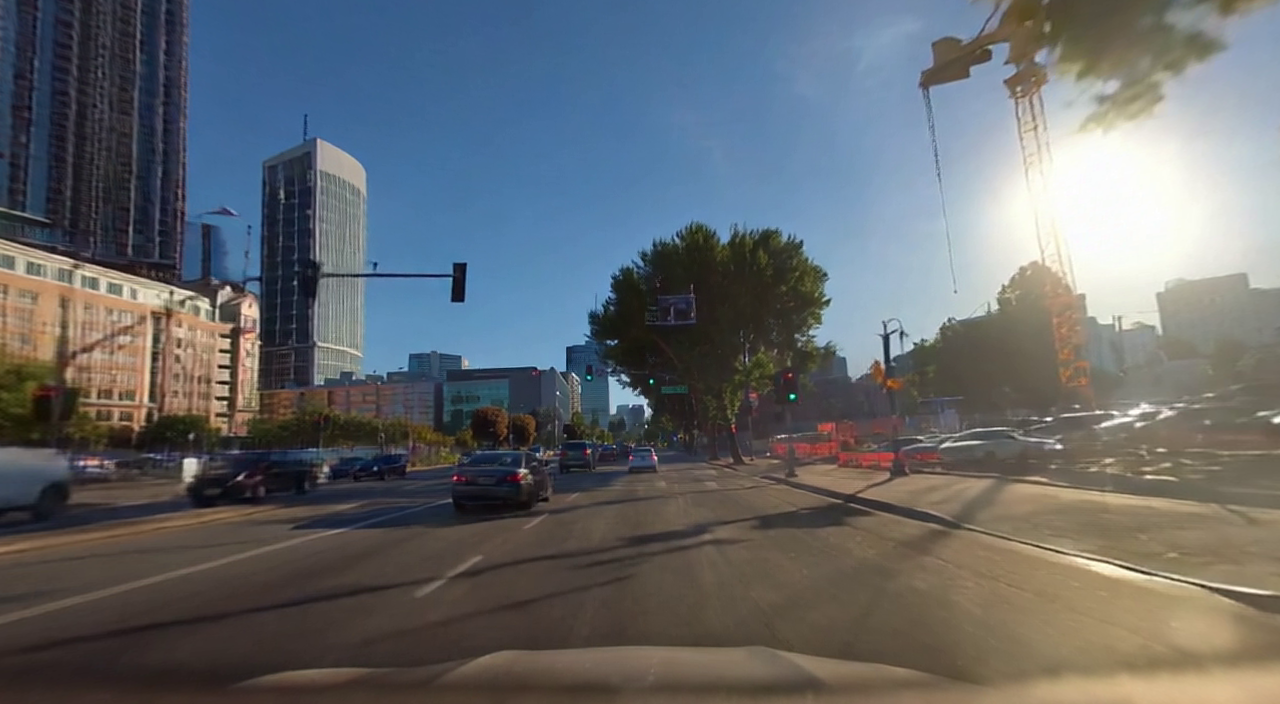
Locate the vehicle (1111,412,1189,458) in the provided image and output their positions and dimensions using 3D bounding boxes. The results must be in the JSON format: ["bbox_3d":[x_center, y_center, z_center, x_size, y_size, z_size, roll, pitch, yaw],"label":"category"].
[{"bbox_3d":[23.626,3.883,29.117,2.304,1.936,5.023,-8,-12,42],"label":"vehicle"}]

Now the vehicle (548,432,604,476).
[{"bbox_3d":[-3.129,5.134,31.999,2.240,2.054,4.662,0,-9,2],"label":"vehicle"}]

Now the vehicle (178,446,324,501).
[{"bbox_3d":[-11.818,3.668,19.500,1.898,1.498,3.913,0,-9,2],"label":"vehicle"}]

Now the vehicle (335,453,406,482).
[{"bbox_3d":[-14.890,6.372,35.067,1.879,1.450,4.279,-1,-9,3],"label":"vehicle"}]

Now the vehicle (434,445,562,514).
[{"bbox_3d":[-3.233,2.989,15.393,1.959,1.406,4.527,0,-9,2],"label":"vehicle"}]

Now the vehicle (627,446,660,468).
[{"bbox_3d":[0.269,7.282,44.011,2.171,1.422,4.146,0,-9,1],"label":"vehicle"}]

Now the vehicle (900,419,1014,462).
[{"bbox_3d":[12.143,3.411,24.219,3.500,1.563,1.871,2,-9,-19],"label":"vehicle"}]

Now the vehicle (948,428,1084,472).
[{"bbox_3d":[13.399,3.454,22.504,4.061,1.465,1.803,2,-8,-17],"label":"vehicle"}]
